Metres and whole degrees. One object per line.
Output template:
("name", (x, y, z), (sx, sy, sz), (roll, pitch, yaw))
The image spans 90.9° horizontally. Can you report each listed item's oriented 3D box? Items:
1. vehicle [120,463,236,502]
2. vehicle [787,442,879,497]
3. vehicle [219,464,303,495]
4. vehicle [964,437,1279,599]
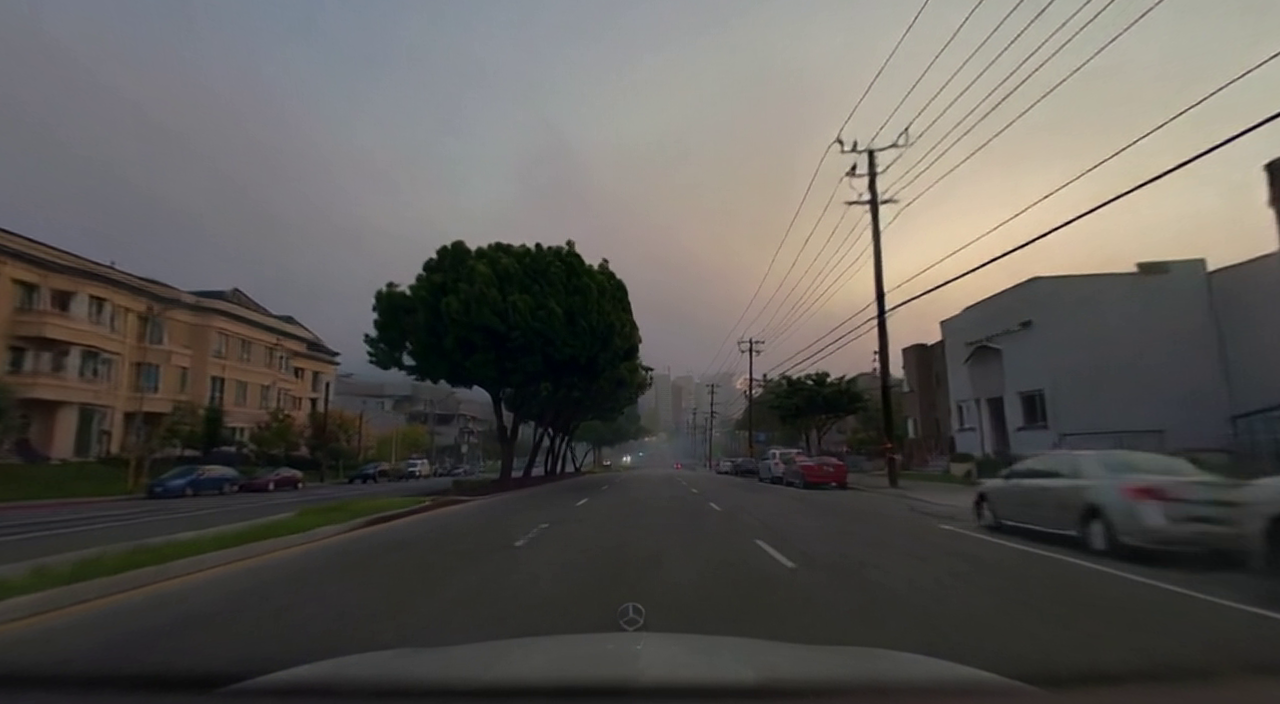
("vehicle", (-22.286, 6.283, 30.697), (1.966, 1.595, 4.719), (-1, -8, 1))
("vehicle", (7.121, 4.353, 23.798), (1.998, 1.819, 4.621), (0, -8, 0))
("vehicle", (-22.081, 7.436, 36.989), (1.921, 1.508, 4.738), (-1, -8, 1))
("vehicle", (6.785, 1.988, 8.703), (1.881, 1.559, 4.959), (0, -8, -2))
